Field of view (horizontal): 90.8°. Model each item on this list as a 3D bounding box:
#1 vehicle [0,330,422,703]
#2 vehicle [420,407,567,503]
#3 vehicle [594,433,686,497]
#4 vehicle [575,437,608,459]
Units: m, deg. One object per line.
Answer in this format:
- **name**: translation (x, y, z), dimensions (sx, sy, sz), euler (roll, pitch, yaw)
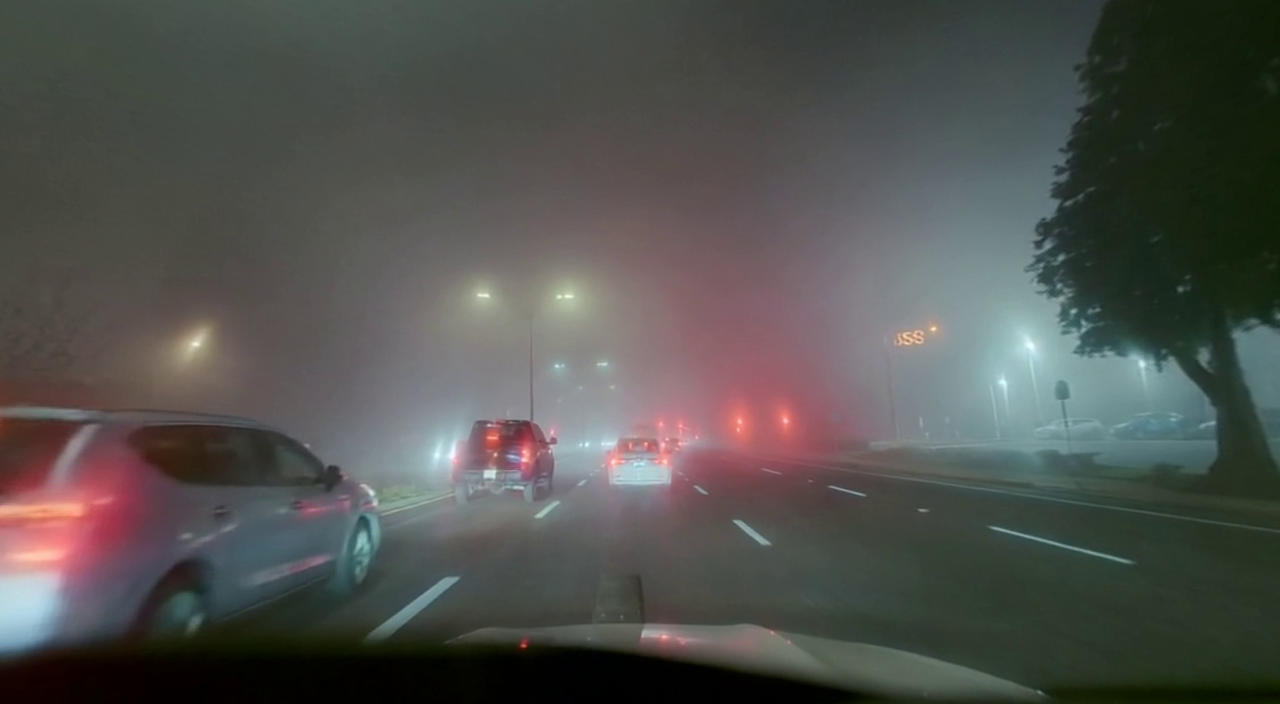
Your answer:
- **vehicle**: translation (-3.337, 1.081, 4.573), dimensions (2.046, 1.751, 4.208), euler (0, -8, -1)
- **vehicle**: translation (-3.385, 2.558, 15.988), dimensions (2.301, 1.985, 5.531), euler (0, -8, 1)
- **vehicle**: translation (-0.051, 2.932, 16.795), dimensions (2.126, 1.475, 3.967), euler (0, -8, -1)
- **vehicle**: translation (-3.592, 7.158, 47.211), dimensions (2.147, 1.590, 4.209), euler (0, -8, 0)
